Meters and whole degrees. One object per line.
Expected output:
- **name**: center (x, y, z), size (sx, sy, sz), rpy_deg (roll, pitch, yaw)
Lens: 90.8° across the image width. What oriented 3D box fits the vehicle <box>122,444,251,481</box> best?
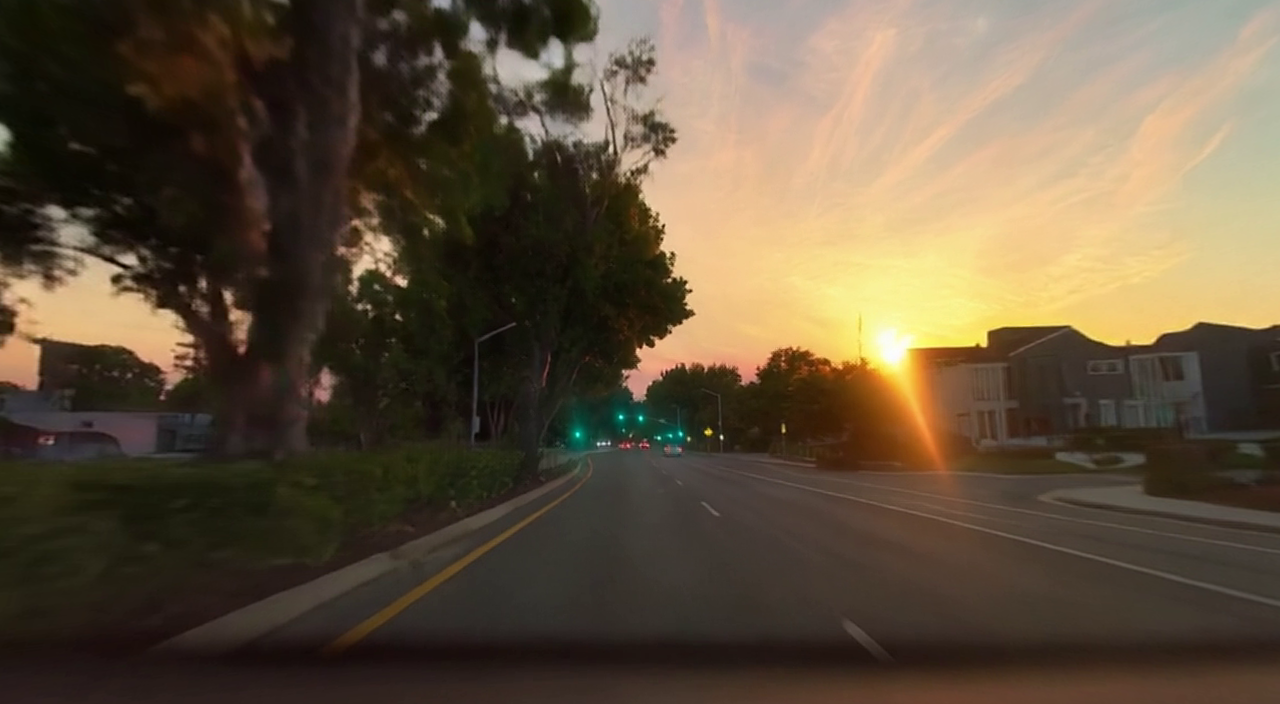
- **vehicle**: center (-18.893, 4.625, 26.572), size (2.637, 1.401, 3.741), rpy_deg (0, -9, 0)
